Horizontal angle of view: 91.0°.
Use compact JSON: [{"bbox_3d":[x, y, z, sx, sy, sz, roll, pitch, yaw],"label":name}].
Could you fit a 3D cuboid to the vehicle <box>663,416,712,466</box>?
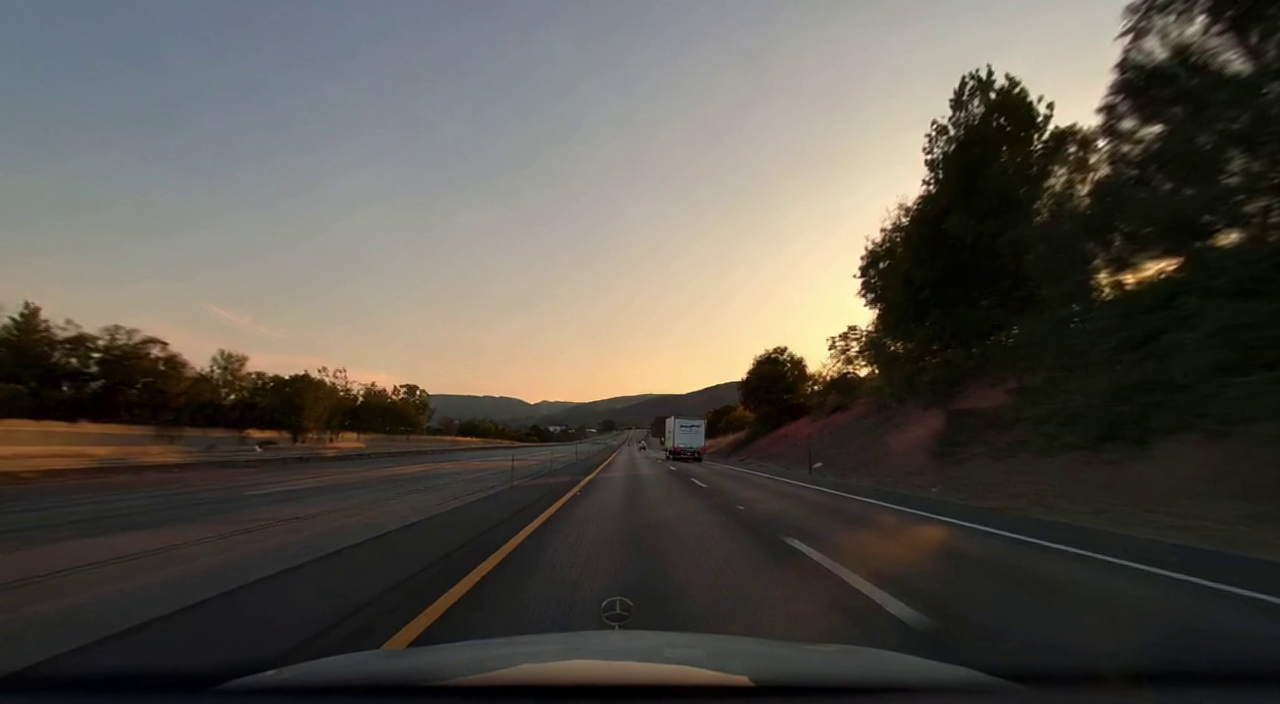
[{"bbox_3d":[3.194,6.231,44.299,2.702,3.193,7.196,0,-8,-1],"label":"vehicle"}]
